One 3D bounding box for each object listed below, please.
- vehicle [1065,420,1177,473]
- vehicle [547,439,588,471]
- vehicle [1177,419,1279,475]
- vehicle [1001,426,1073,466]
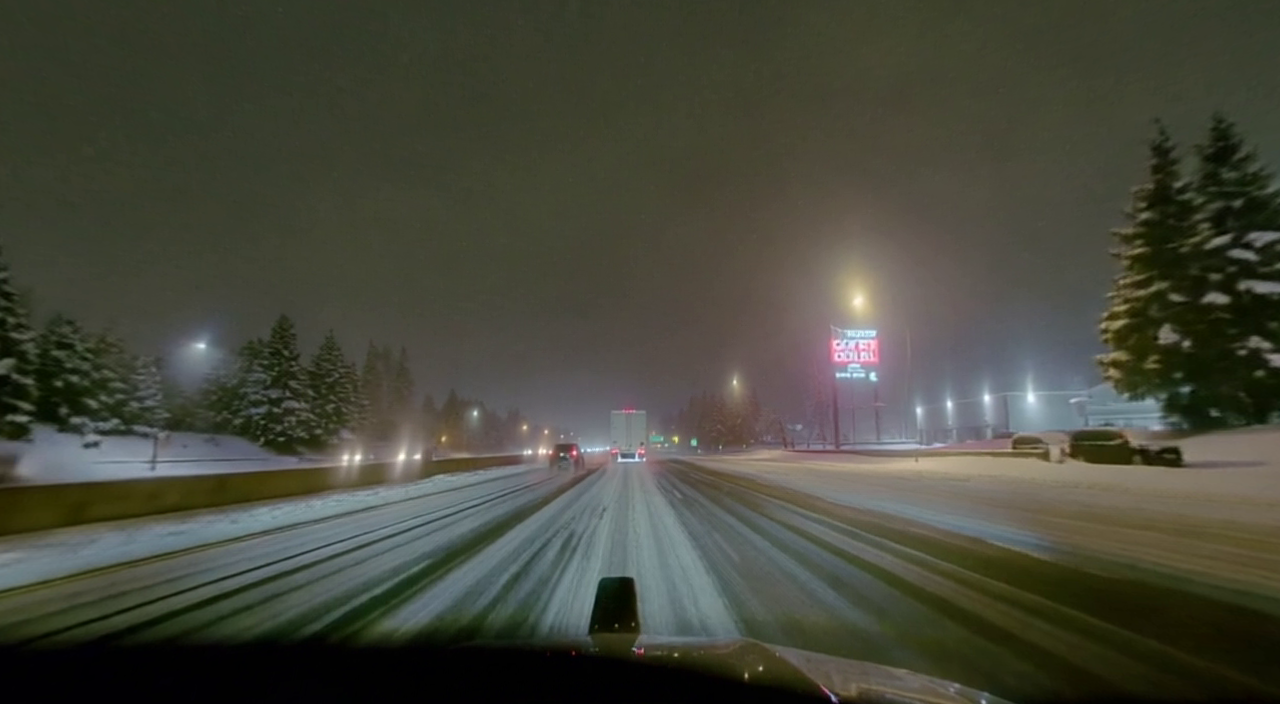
[{"bbox_3d":[26.245,5.199,34.820,2.193,2.640,5.959,-1,-9,9],"label":"vehicle"},{"bbox_3d":[-4.657,6.707,41.266,2.095,1.930,4.680,0,-9,0],"label":"vehicle"},{"bbox_3d":[35.692,5.500,36.696,6.779,3.072,2.630,1,-8,-6],"label":"vehicle"},{"bbox_3d":[28.981,6.907,46.453,2.277,2.699,7.384,-2,-9,16],"label":"vehicle"}]
